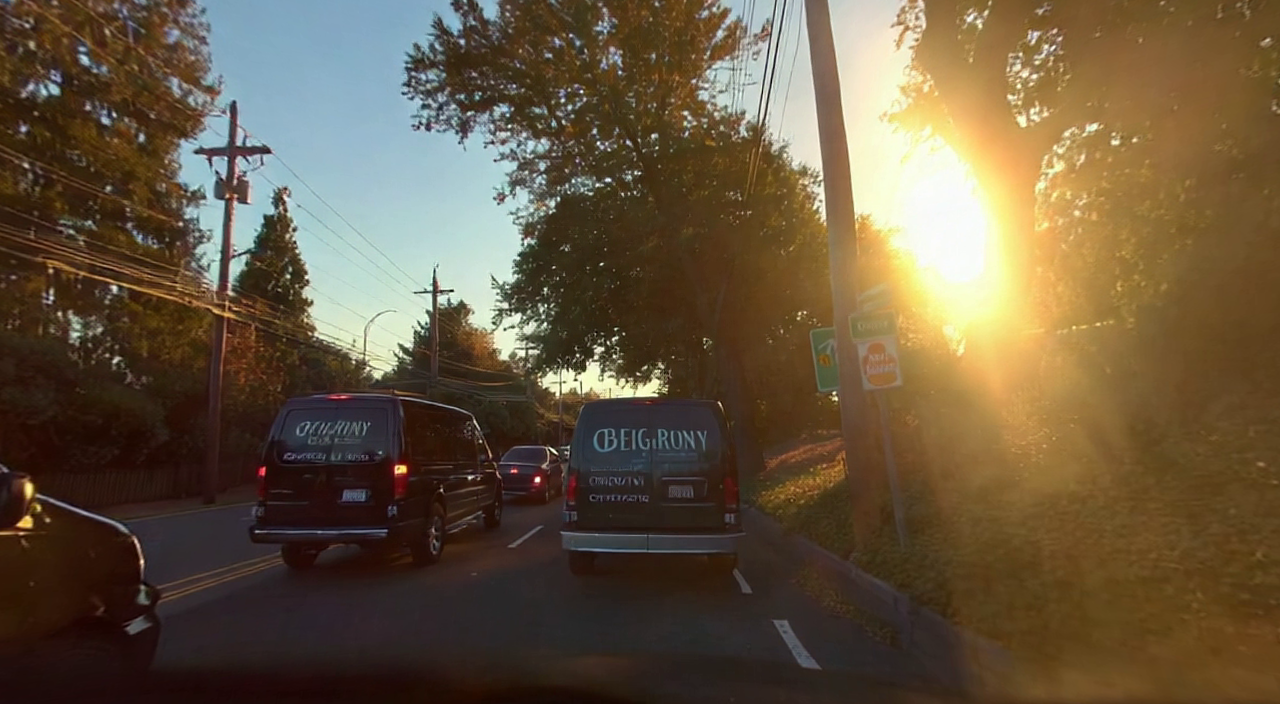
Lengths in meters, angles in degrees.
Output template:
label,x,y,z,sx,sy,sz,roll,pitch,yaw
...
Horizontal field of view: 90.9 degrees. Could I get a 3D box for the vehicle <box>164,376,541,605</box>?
label,x,y,z,sx,sy,sz,roll,pitch,yaw
vehicle,-2.752,1.481,7.619,2.109,1.851,4.749,-1,-8,3

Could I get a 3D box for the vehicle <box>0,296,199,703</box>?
label,x,y,z,sx,sy,sz,roll,pitch,yaw
vehicle,-3.110,0.484,0.240,2.160,1.796,4.997,0,-8,1

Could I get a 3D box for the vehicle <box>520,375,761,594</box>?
label,x,y,z,sx,sy,sz,roll,pitch,yaw
vehicle,0.110,1.468,7.688,2.117,1.911,4.095,-1,-8,3
